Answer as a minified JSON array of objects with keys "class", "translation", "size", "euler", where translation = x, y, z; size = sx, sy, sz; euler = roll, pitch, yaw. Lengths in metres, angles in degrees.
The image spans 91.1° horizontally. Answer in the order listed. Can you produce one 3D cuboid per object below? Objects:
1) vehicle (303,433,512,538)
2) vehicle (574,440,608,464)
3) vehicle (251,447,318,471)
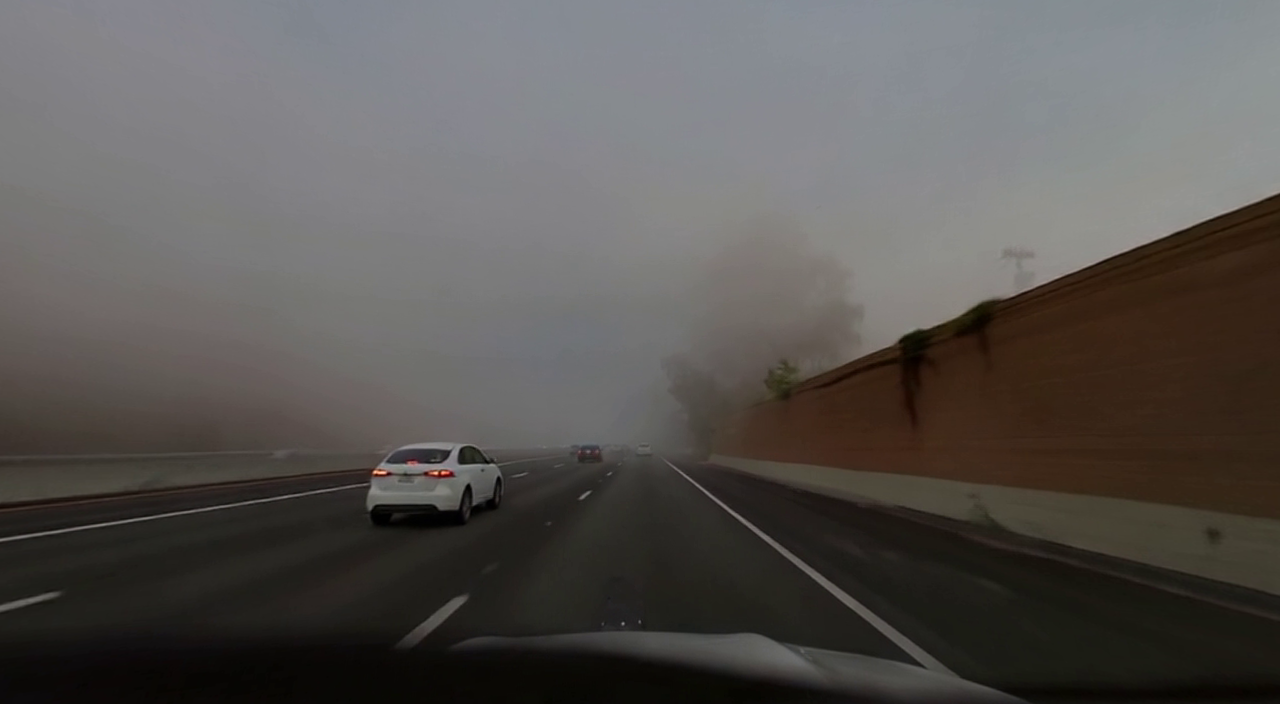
[{"class":"vehicle","translation":[-3.860,2.294,11.523],"size":[1.945,1.484,4.803],"euler":[-1,-8,1]},{"class":"vehicle","translation":[-3.537,7.254,45.845],"size":[2.036,1.636,4.511],"euler":[-1,-8,1]},{"class":"vehicle","translation":[-24.716,7.436,43.824],"size":[1.856,1.487,4.570],"euler":[-1,-8,2]}]
